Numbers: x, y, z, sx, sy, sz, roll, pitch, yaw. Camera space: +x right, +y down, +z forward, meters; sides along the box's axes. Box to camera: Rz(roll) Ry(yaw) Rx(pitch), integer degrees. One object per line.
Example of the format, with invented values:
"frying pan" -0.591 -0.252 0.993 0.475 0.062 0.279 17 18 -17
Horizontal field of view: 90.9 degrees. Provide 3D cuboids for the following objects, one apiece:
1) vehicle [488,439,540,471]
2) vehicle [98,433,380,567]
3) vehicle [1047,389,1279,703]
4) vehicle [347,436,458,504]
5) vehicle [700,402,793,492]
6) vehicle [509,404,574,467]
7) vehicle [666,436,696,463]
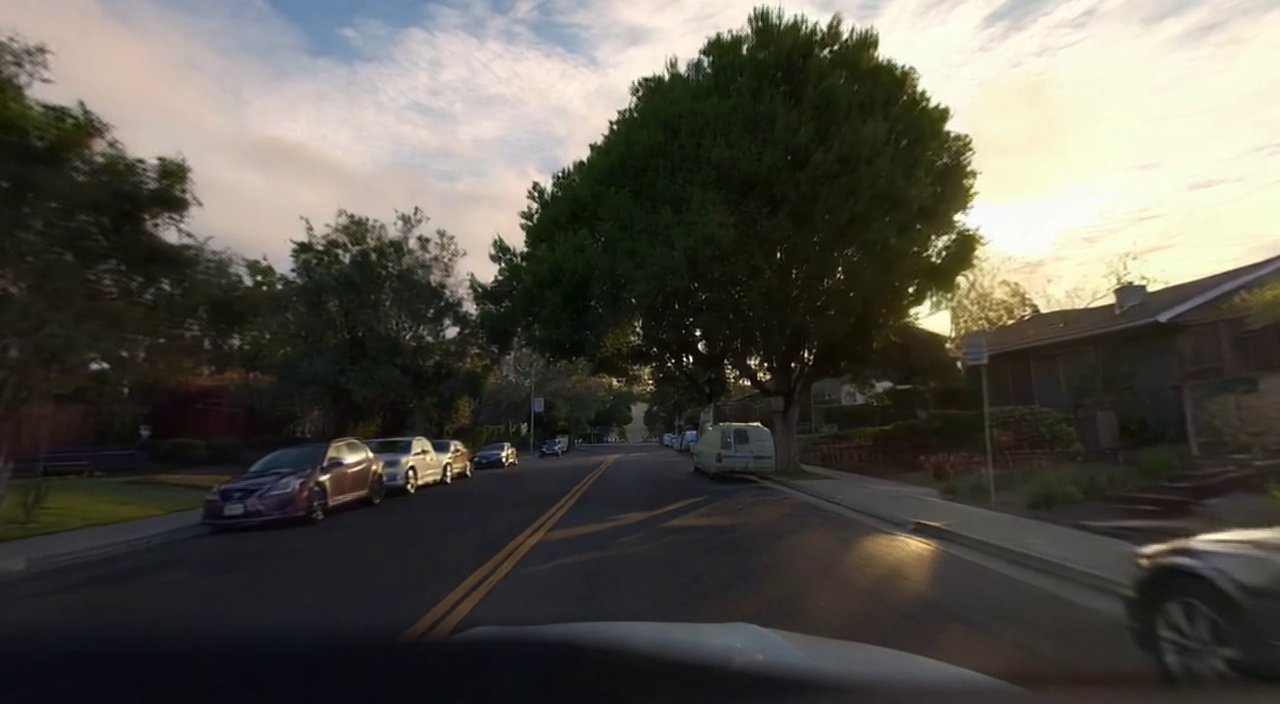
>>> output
"vehicle" -6.355 5.227 32.265 1.921 1.470 4.068 0 -8 -2
"vehicle" -6.294 2.262 10.730 1.901 1.472 4.676 -2 -5 -2
"vehicle" 3.159 0.724 1.046 1.916 1.484 4.638 0 -8 1
"vehicle" -6.236 3.077 16.929 1.758 1.519 3.396 -3 -7 -2
"vehicle" 3.269 3.010 20.377 2.215 2.542 4.550 -1 -7 1
"vehicle" -6.198 5.428 41.047 2.896 3.648 8.004 0 -8 0
"vehicle" 3.026 7.297 47.459 1.965 1.855 4.677 0 -8 0
